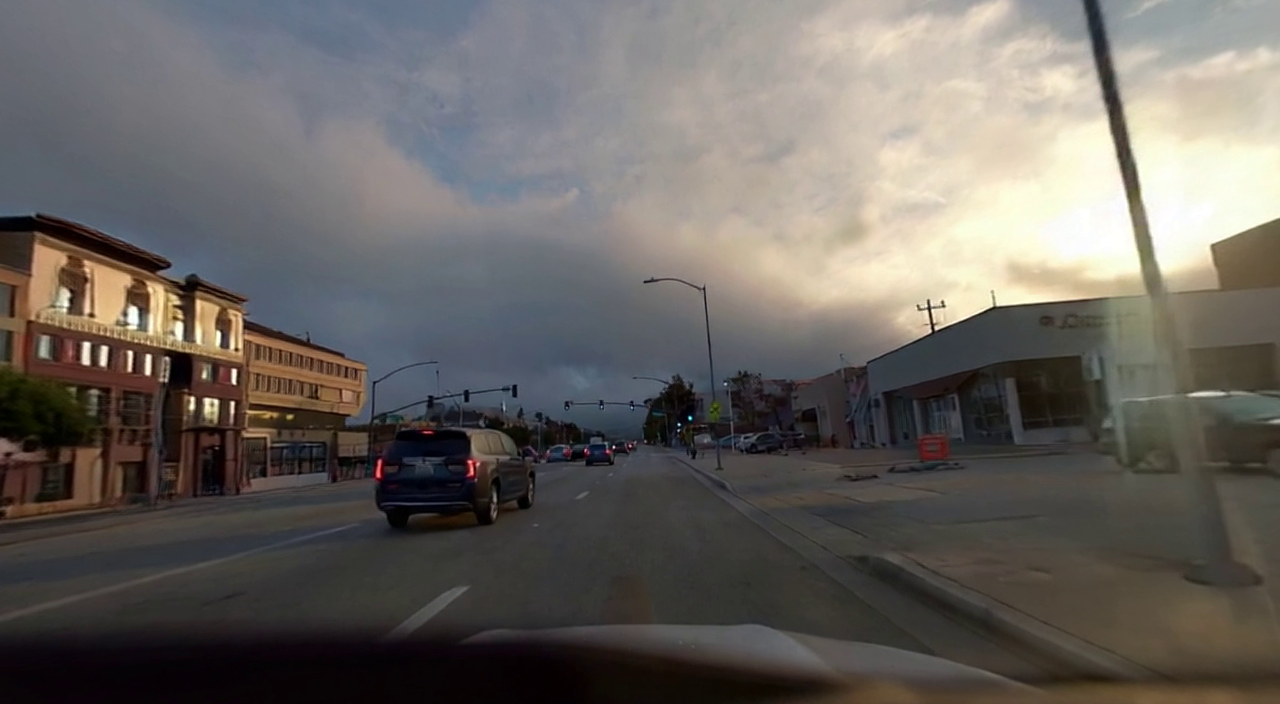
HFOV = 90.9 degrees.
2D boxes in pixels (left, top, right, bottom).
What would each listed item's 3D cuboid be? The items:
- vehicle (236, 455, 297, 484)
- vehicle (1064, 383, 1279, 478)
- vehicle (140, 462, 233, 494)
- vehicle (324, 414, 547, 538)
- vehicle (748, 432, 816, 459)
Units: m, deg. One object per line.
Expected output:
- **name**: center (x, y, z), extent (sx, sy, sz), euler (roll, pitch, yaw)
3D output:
- **vehicle**: center (-28.474, 8.961, 48.040), extent (3.755, 1.646, 1.961), euler (-1, -11, -36)
- **vehicle**: center (10.575, 1.408, 11.203), extent (4.573, 1.532, 1.983), euler (0, -9, 2)
- **vehicle**: center (-27.778, 7.682, 38.660), extent (4.398, 1.737, 1.950), euler (8, -10, -37)
- **vehicle**: center (-3.274, 2.121, 11.461), extent (2.277, 1.743, 4.893), euler (0, -8, 2)
- **vehicle**: center (9.997, 6.657, 44.744), extent (4.361, 1.550, 2.087), euler (2, -13, 2)
